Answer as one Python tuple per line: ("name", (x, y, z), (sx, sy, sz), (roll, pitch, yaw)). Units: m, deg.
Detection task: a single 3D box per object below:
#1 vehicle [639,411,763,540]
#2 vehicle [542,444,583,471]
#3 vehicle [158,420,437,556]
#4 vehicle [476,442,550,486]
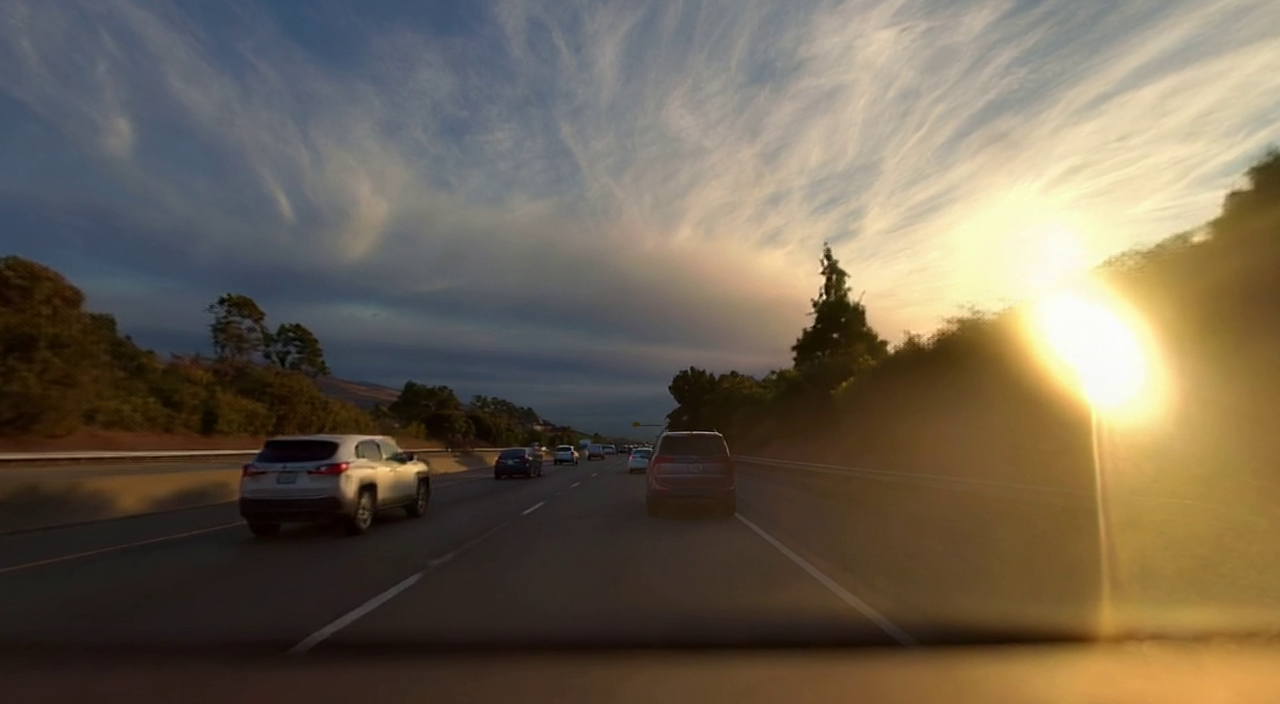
("vehicle", (0.908, 2.152, 11.528), (1.825, 1.920, 3.960), (0, -9, -1))
("vehicle", (-4.583, 6.298, 37.763), (1.855, 1.527, 4.209), (0, -9, 1))
("vehicle", (-4.898, 1.996, 9.903), (1.934, 1.642, 4.201), (0, -9, 1))
("vehicle", (-4.584, 4.105, 23.371), (1.867, 1.489, 3.829), (0, -9, 1))
